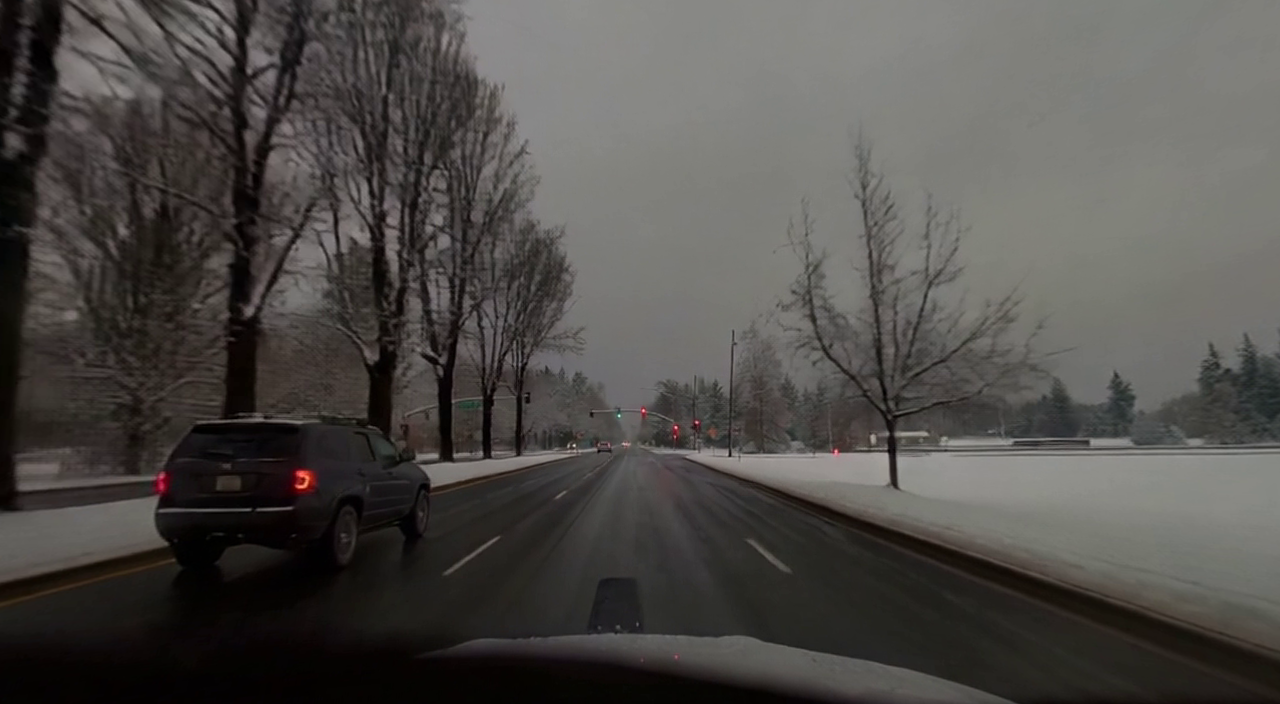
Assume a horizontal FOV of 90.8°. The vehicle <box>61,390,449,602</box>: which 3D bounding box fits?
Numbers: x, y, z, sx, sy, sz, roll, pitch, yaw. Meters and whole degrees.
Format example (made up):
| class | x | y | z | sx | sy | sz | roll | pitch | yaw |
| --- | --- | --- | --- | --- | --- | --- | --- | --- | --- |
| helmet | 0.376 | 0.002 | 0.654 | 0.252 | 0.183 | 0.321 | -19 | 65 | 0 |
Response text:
| class | x | y | z | sx | sy | sz | roll | pitch | yaw |
| --- | --- | --- | --- | --- | --- | --- | --- | --- | --- |
| vehicle | -3.838 | 1.500 | 7.335 | 2.018 | 1.769 | 3.897 | 0 | -8 | -1 |
